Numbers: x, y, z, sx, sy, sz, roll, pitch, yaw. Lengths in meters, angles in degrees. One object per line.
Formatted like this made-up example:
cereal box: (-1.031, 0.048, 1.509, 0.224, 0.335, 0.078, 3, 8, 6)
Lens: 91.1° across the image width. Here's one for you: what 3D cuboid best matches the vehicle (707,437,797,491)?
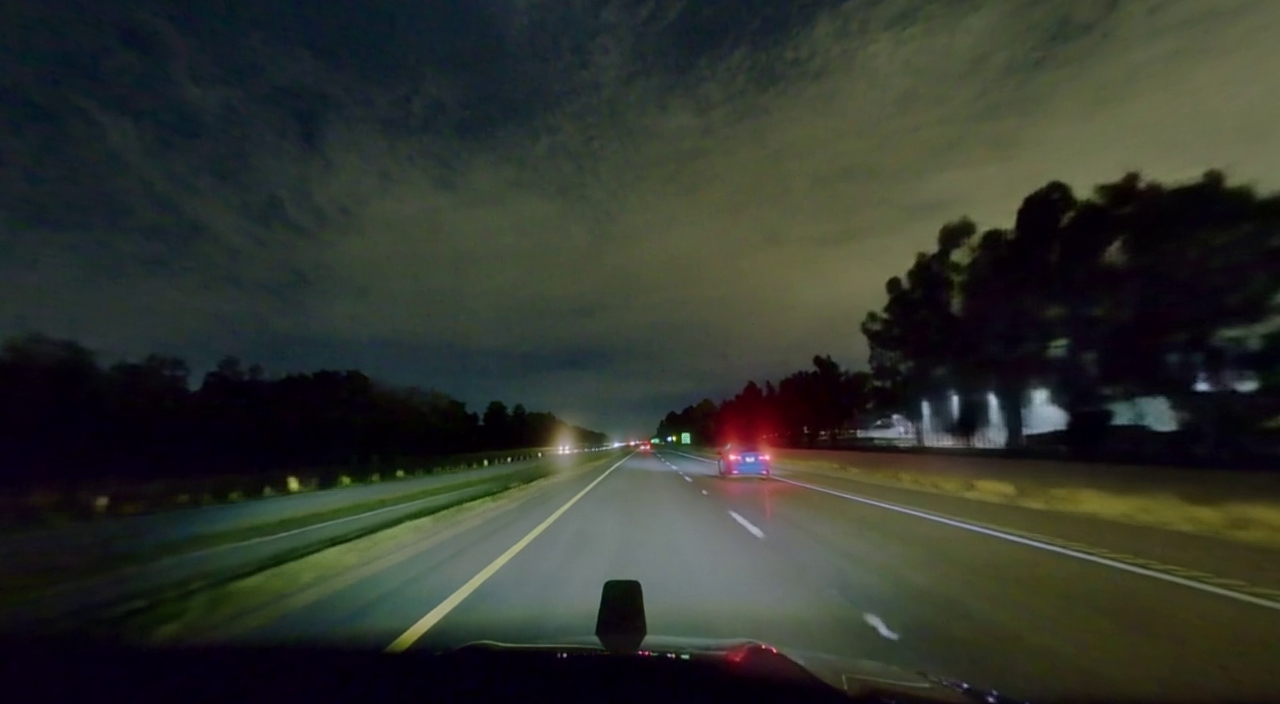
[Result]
vehicle: (3.485, 3.568, 20.336, 2.079, 1.531, 3.997, 0, -8, -1)
